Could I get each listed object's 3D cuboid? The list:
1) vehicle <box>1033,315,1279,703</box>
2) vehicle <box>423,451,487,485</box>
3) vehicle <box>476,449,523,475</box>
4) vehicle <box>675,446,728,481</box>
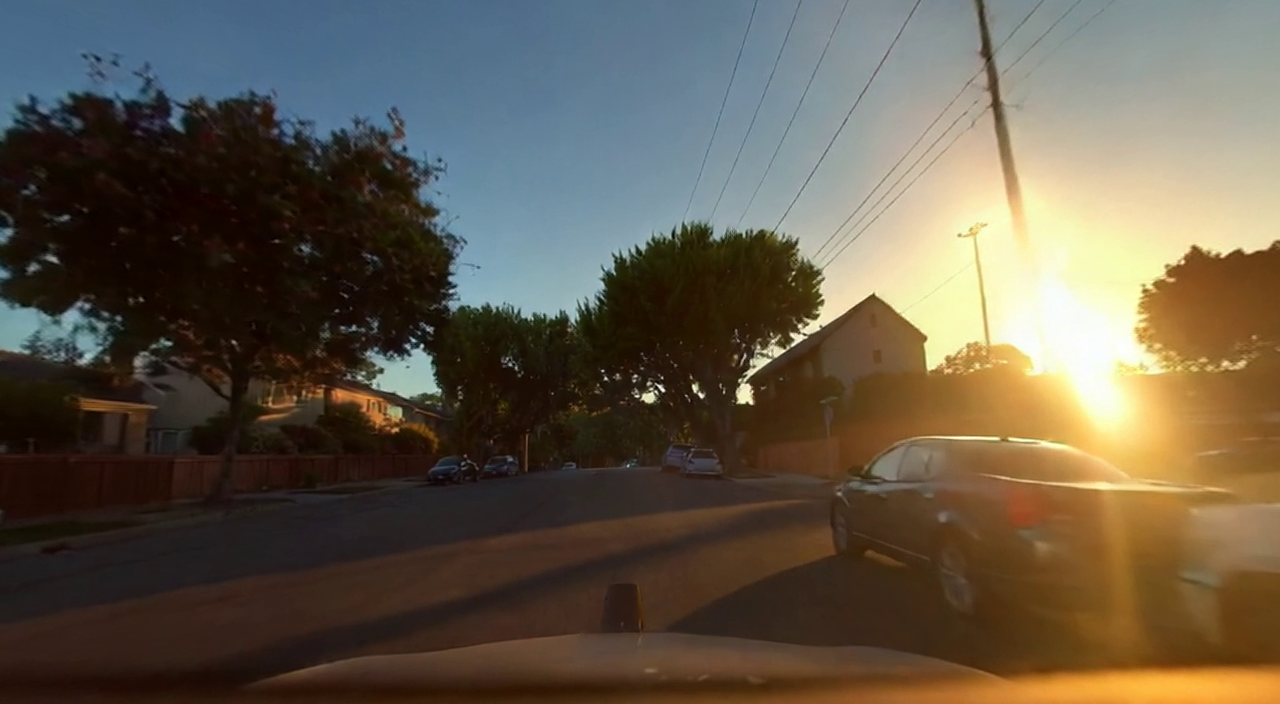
[{"bbox_3d":[3.145,0.602,1.089,1.928,1.751,4.537,0,-9,-1],"label":"vehicle"},{"bbox_3d":[-8.841,5.548,30.562,1.937,1.427,4.510,0,-9,-3],"label":"vehicle"},{"bbox_3d":[-9.189,7.223,41.783,2.027,1.584,4.476,0,-9,1],"label":"vehicle"},{"bbox_3d":[2.899,5.343,30.533,1.927,1.529,4.144,0,-9,-3],"label":"vehicle"}]
